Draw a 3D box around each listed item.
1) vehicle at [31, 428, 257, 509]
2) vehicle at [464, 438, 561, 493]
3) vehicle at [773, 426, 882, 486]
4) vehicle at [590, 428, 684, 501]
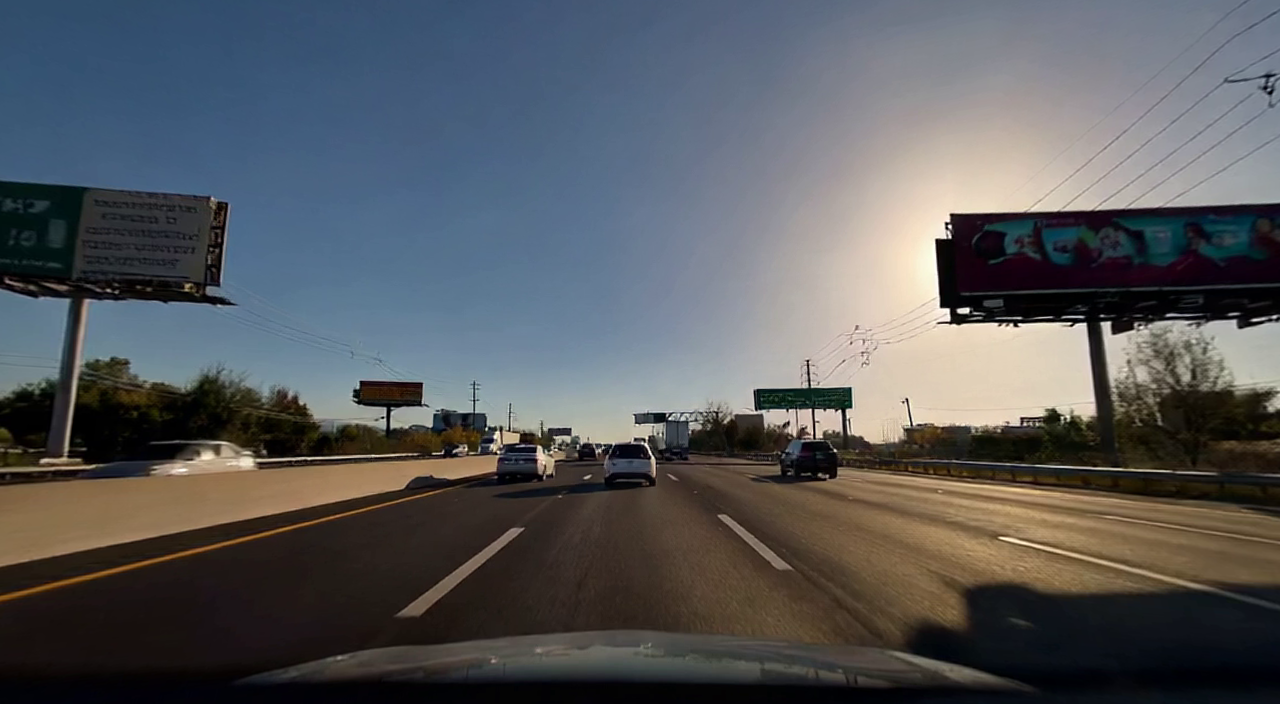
[{"bbox_3d":[-10.127,2.399,13.327,1.842,1.459,3.596,0,-9,-1],"label":"vehicle"},{"bbox_3d":[-3.815,3.487,19.828,2.025,1.498,4.675,0,-9,0],"label":"vehicle"},{"bbox_3d":[6.832,3.888,23.802,2.302,1.973,5.502,0,-9,-1],"label":"vehicle"},{"bbox_3d":[-0.102,2.944,16.865,2.191,1.685,4.015,0,-9,-1],"label":"vehicle"}]
